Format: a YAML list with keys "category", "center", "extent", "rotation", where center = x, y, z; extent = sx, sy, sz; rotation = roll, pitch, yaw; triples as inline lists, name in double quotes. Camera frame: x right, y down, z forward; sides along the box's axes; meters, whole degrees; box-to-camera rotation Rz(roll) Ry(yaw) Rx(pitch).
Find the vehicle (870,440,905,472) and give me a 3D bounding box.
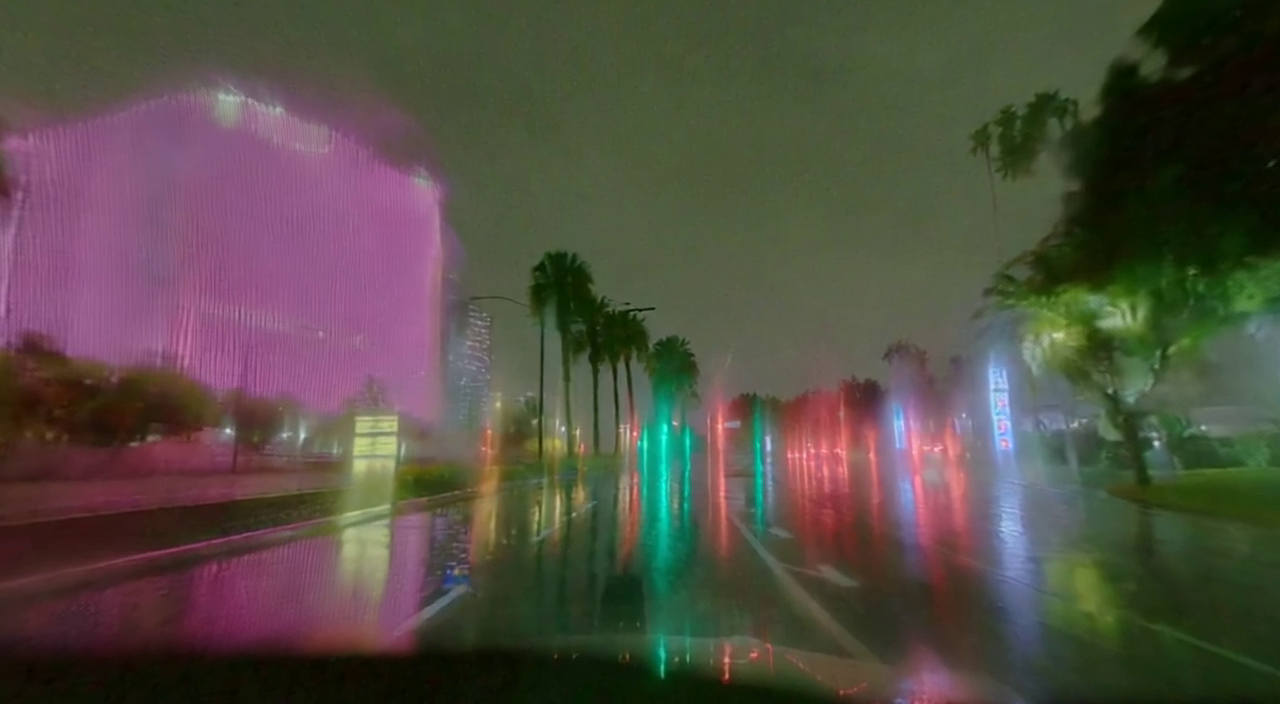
- category: "vehicle"
  center: [18.946, 7.977, 48.239]
  extent: [2.219, 2.342, 1.744]
  rotation: [-1, -10, 14]
